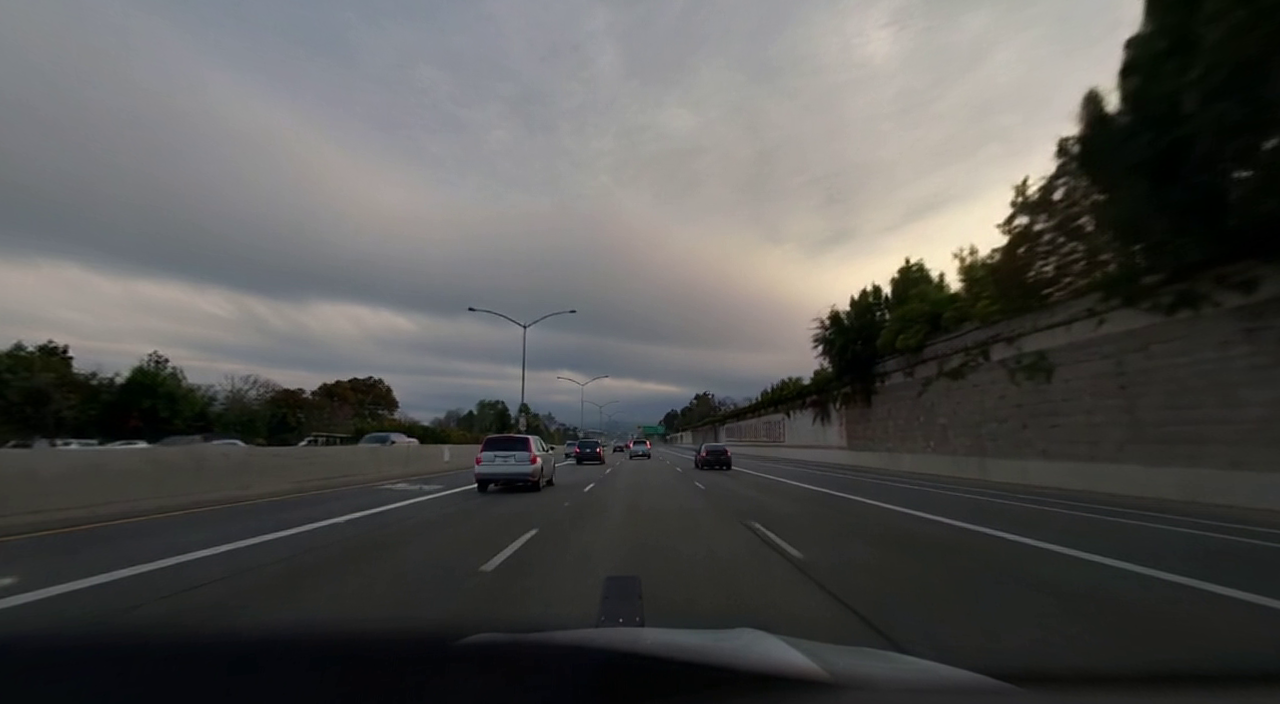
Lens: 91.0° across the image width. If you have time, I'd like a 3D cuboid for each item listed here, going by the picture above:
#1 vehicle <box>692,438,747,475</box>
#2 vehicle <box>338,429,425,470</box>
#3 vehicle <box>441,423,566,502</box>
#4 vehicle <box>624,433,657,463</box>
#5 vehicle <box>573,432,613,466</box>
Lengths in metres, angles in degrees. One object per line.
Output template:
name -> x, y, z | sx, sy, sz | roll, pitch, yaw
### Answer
vehicle -> 4.060, 5.425, 32.945 | 2.224, 1.752, 4.487 | 0, -8, -1
vehicle -> -17.423, 6.649, 43.037 | 2.877, 2.497, 7.068 | 0, -8, 1
vehicle -> -3.503, 2.979, 17.490 | 2.184, 1.819, 5.441 | 0, -8, 1
vehicle -> 0.037, 7.454, 48.949 | 2.485, 2.215, 5.199 | 0, -8, 0
vehicle -> -3.176, 6.692, 43.583 | 2.378, 2.214, 4.352 | 0, -8, 0
